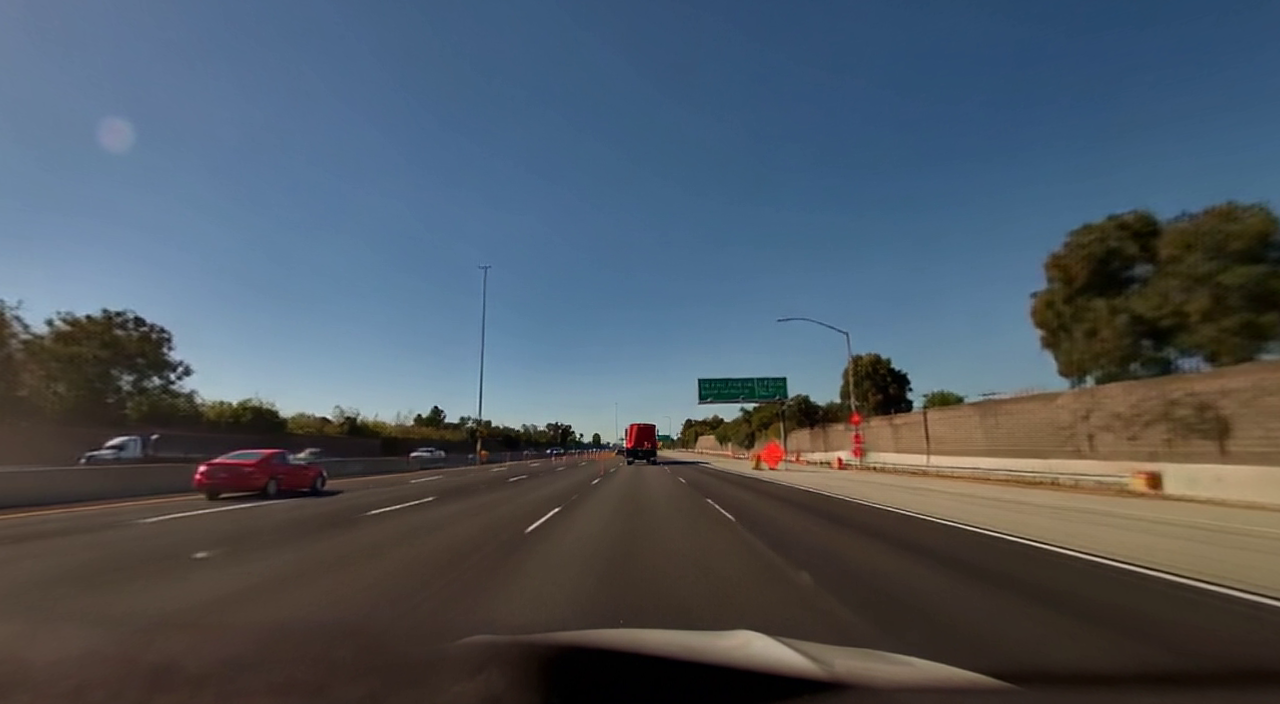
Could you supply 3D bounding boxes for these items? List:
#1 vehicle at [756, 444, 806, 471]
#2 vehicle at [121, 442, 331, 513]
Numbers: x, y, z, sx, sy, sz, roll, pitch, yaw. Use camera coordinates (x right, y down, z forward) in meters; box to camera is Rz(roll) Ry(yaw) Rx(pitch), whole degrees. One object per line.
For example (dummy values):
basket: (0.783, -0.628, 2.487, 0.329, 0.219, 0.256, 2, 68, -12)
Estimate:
vehicle: (9.685, 7.288, 43.655, 2.065, 1.698, 4.882, 0, -9, -3)
vehicle: (-10.385, 3.157, 16.450, 2.096, 1.538, 4.998, 0, -9, 0)
